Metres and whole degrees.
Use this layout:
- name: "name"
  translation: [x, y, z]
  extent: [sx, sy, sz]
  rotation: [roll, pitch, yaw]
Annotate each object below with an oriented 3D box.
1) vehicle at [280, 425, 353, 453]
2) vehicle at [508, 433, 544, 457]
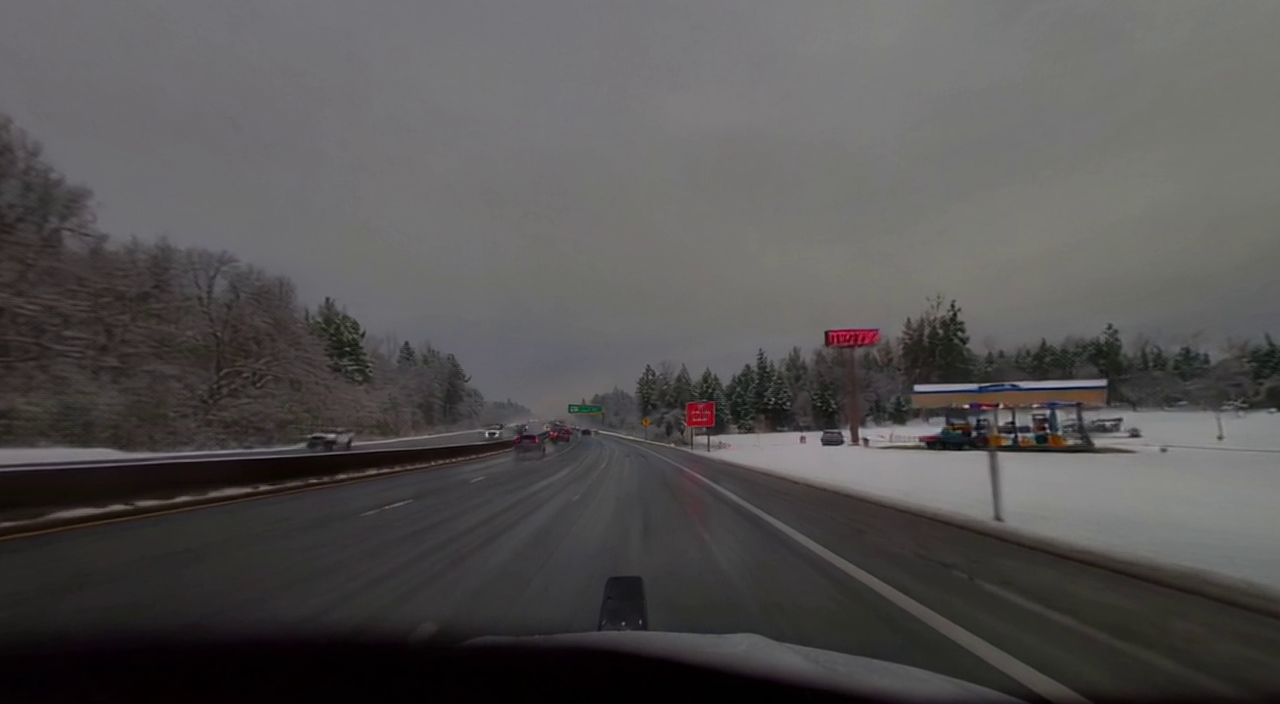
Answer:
- name: "vehicle"
  translation: [-22.244, 6.056, 43.724]
  extent: [2.148, 1.794, 5.793]
  rotation: [0, -8, -2]
- name: "vehicle"
  translation: [-8.083, 6.587, 44.915]
  extent: [1.931, 1.608, 3.977]
  rotation: [0, -8, -2]
